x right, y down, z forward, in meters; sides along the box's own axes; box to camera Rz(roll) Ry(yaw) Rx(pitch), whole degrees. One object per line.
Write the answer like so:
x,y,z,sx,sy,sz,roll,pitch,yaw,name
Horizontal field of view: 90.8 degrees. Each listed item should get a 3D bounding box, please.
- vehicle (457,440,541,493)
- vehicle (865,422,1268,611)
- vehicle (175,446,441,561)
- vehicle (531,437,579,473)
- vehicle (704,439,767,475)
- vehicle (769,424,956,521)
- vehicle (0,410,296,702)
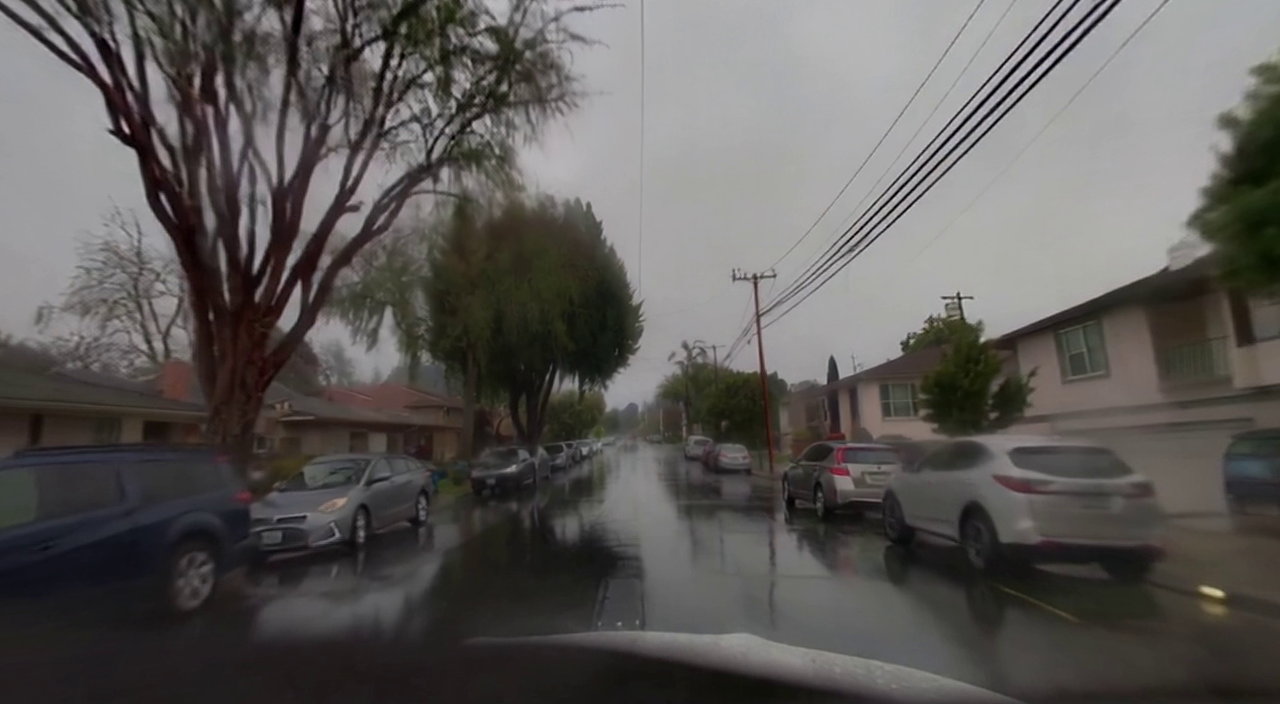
-5.013,4.097,23.138,2.032,1.716,4.382,0,-8,0,vehicle
4.420,1.710,7.584,1.864,1.592,4.221,0,-8,0,vehicle
-5.211,2.390,10.855,2.109,1.501,4.522,0,-8,0,vehicle
-5.168,6.298,39.066,2.184,1.958,5.757,-2,-8,0,vehicle
4.368,4.873,29.664,2.174,1.504,4.809,0,-8,0,vehicle
4.189,2.512,12.948,2.057,1.511,4.858,-2,-12,1,vehicle
-5.110,1.373,4.699,2.360,1.772,4.907,0,-8,0,vehicle
